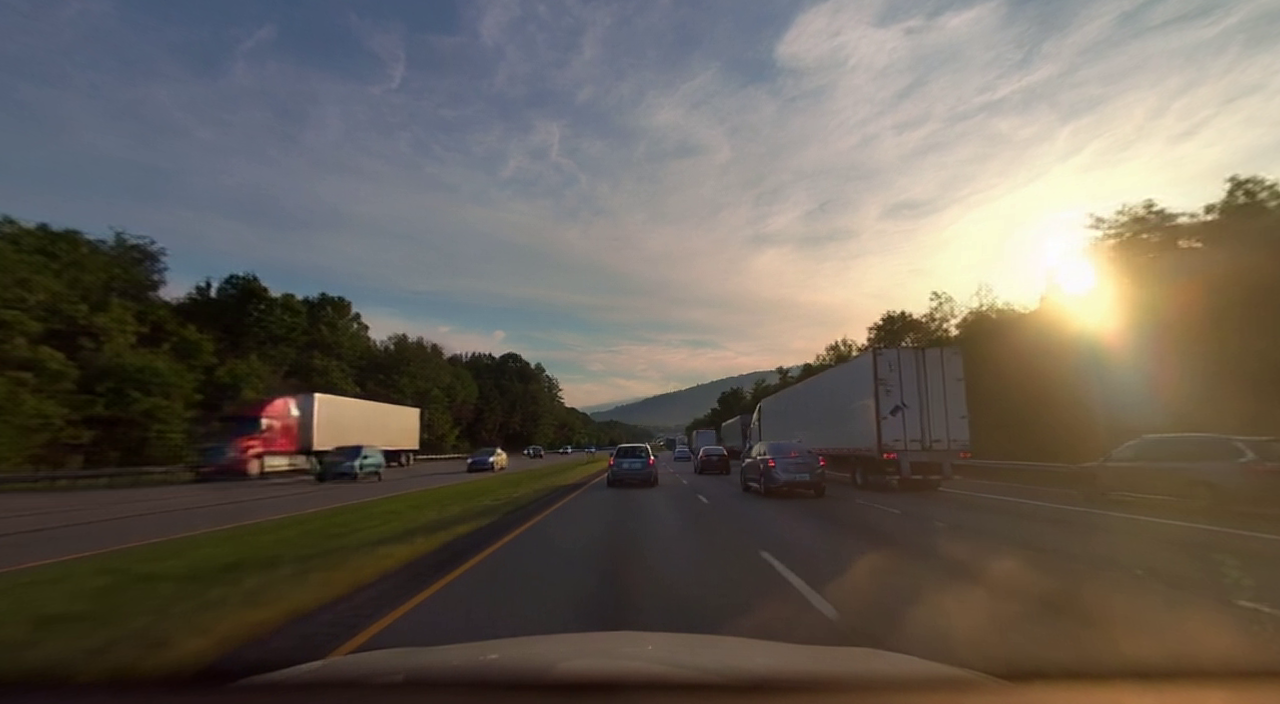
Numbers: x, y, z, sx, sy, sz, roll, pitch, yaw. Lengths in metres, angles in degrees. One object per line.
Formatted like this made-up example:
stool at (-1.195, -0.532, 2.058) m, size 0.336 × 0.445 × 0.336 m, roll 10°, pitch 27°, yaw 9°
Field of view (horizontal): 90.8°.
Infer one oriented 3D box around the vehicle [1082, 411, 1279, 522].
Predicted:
vehicle at (11.834, 2.297, 13.031) m, size 1.966 × 1.870 × 4.734 m, roll 0°, pitch -9°, yaw 1°

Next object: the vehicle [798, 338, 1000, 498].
vehicle at (7.610, 2.295, 20.288) m, size 2.823 × 4.063 × 8.485 m, roll 0°, pitch -9°, yaw 0°

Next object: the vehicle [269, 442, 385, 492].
vehicle at (-11.866, 4.359, 24.331) m, size 2.044 × 1.706 × 4.619 m, roll 0°, pitch -9°, yaw 0°

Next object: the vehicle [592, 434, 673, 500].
vehicle at (-0.173, 3.158, 17.621) m, size 2.023 × 1.618 × 3.628 m, roll 0°, pitch -9°, yaw 1°

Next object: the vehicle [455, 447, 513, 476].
vehicle at (-8.302, 5.877, 33.963) m, size 2.043 × 1.455 × 3.840 m, roll 0°, pitch -9°, yaw 1°

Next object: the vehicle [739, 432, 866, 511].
vehicle at (3.645, 2.751, 14.902) m, size 1.920 × 1.594 × 3.867 m, roll 0°, pitch -9°, yaw 0°

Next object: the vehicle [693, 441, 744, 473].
vehicle at (4.148, 5.648, 34.069) m, size 2.150 × 1.632 × 4.260 m, roll 0°, pitch -9°, yaw 0°

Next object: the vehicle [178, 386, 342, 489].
vehicle at (-15.923, 3.719, 27.125) m, size 2.934 × 3.853 × 6.135 m, roll 0°, pitch -9°, yaw 1°
